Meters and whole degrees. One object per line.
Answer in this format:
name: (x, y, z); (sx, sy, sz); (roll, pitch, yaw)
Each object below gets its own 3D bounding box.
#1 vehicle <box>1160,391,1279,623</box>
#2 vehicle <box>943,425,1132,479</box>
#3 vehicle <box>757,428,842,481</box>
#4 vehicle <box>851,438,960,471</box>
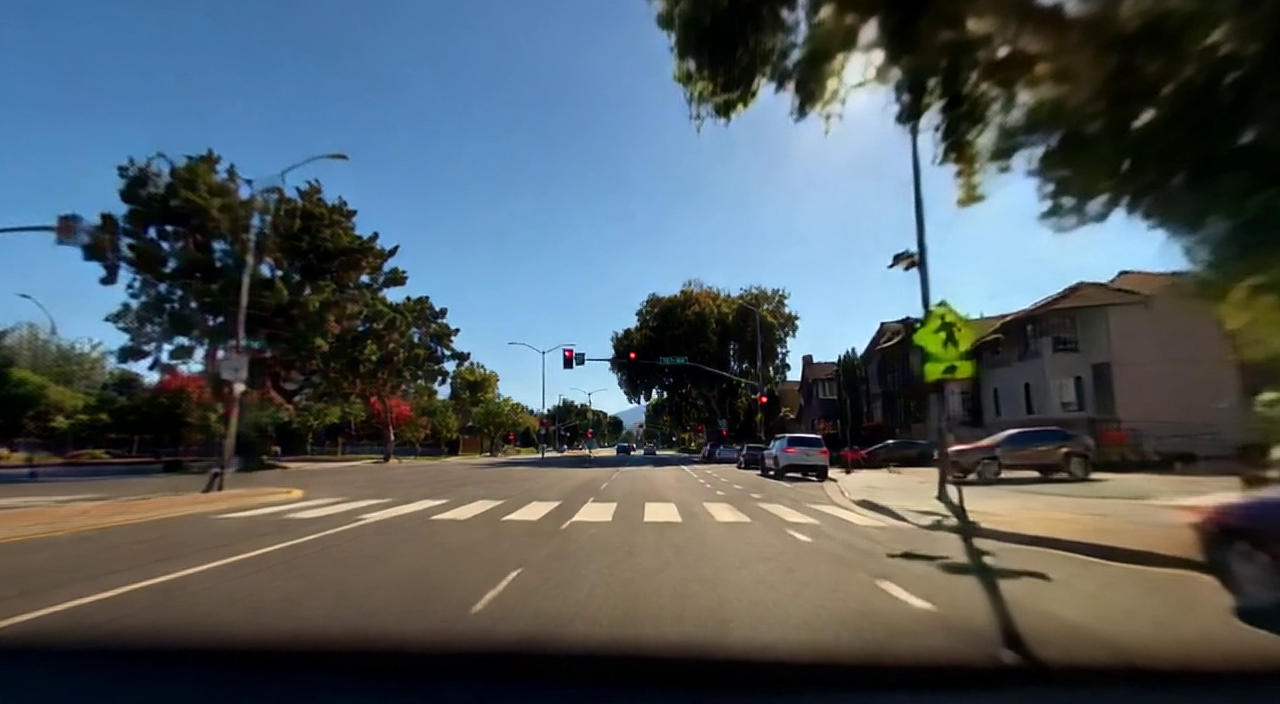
vehicle: (5.944, 0.984, 3.469); (2.094, 1.766, 4.792); (0, -9, 1)
vehicle: (12.367, 3.159, 20.016); (4.585, 1.564, 2.078); (-3, -9, 17)
vehicle: (6.435, 4.211, 26.147); (2.293, 1.942, 5.004); (0, -9, 1)
vehicle: (12.330, 4.768, 29.425); (4.452, 1.459, 2.001); (-4, -9, 23)
